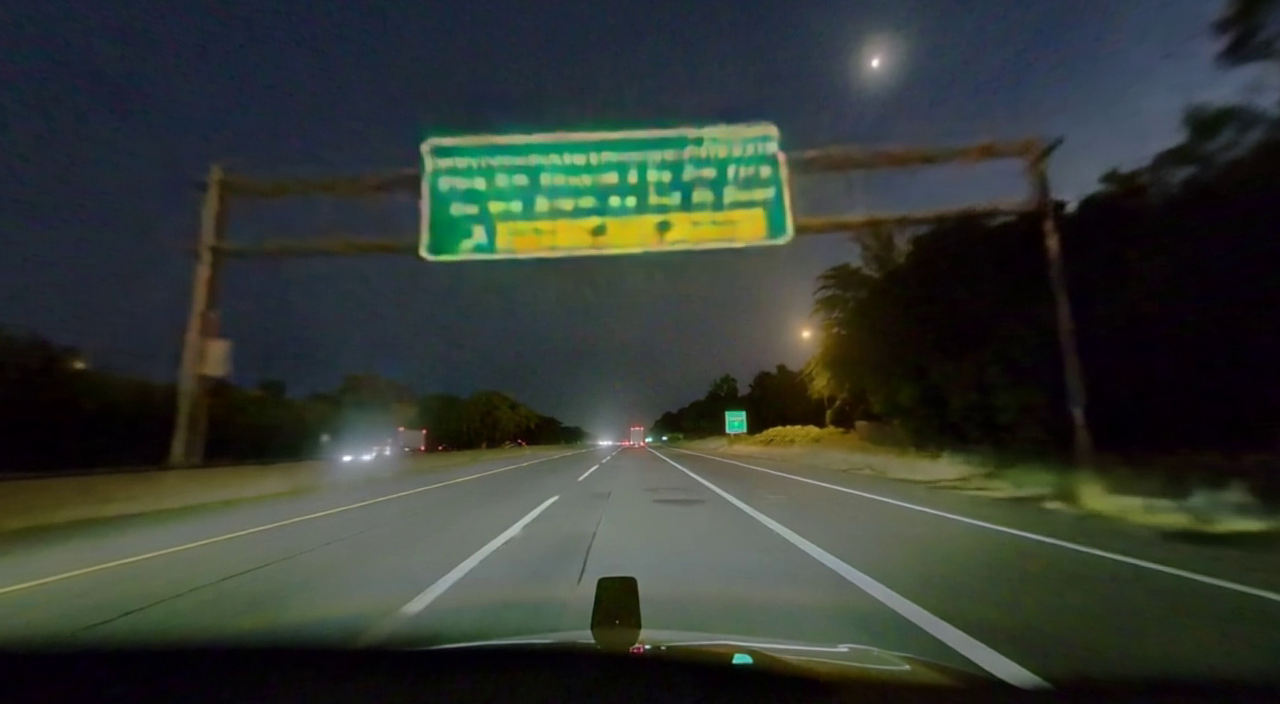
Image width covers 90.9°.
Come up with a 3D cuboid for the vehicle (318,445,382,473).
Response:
[{"bbox_3d":[-16.609,6.099,36.336,1.745,1.427,4.337,0,-8,-1],"label":"vehicle"}]
